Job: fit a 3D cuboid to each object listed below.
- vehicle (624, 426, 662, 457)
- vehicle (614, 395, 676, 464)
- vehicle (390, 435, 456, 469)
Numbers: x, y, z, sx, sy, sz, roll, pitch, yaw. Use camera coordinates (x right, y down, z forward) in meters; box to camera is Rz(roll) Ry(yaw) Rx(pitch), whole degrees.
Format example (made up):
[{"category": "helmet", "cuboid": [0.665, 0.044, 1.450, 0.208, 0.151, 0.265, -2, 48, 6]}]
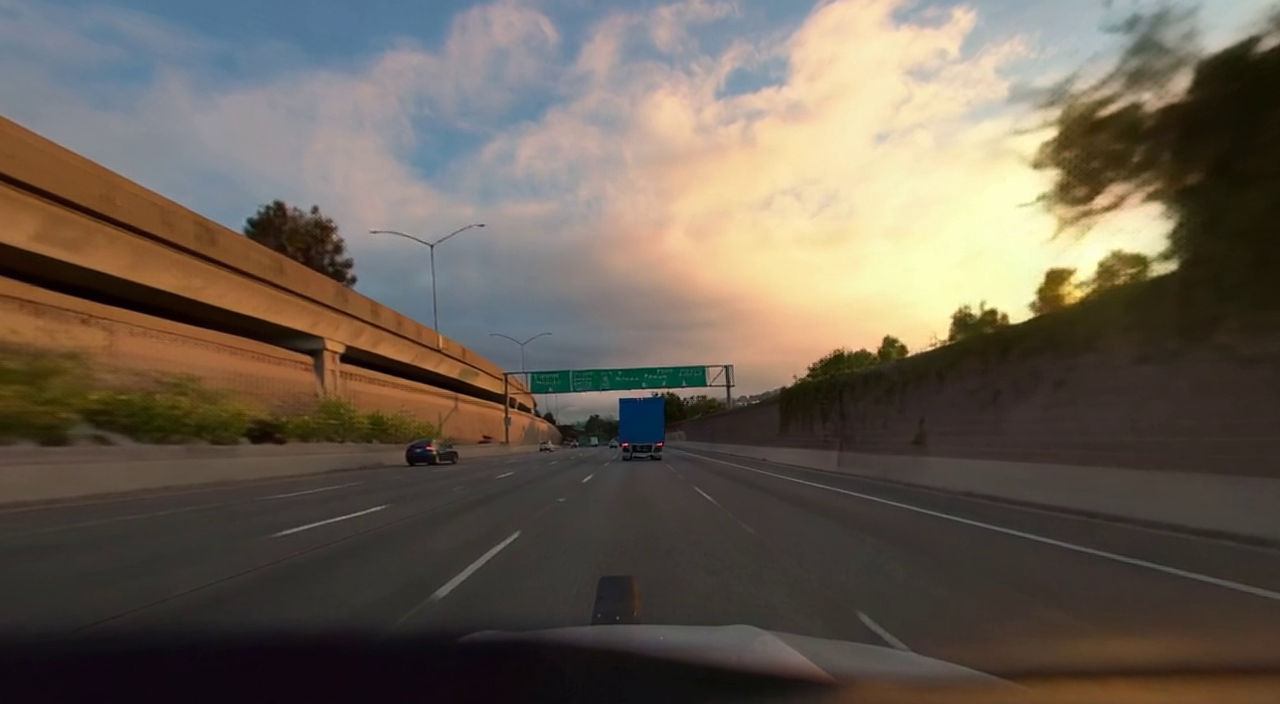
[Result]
[{"category": "vehicle", "cuboid": [0.123, 5.189, 36.501, 2.052, 1.666, 4.358, 0, -8, -2]}, {"category": "vehicle", "cuboid": [0.029, 5.029, 39.729, 3.233, 3.678, 11.032, 0, -9, -3]}, {"category": "vehicle", "cuboid": [-11.058, 5.138, 32.507, 1.919, 1.625, 4.183, 0, -8, -1]}]
